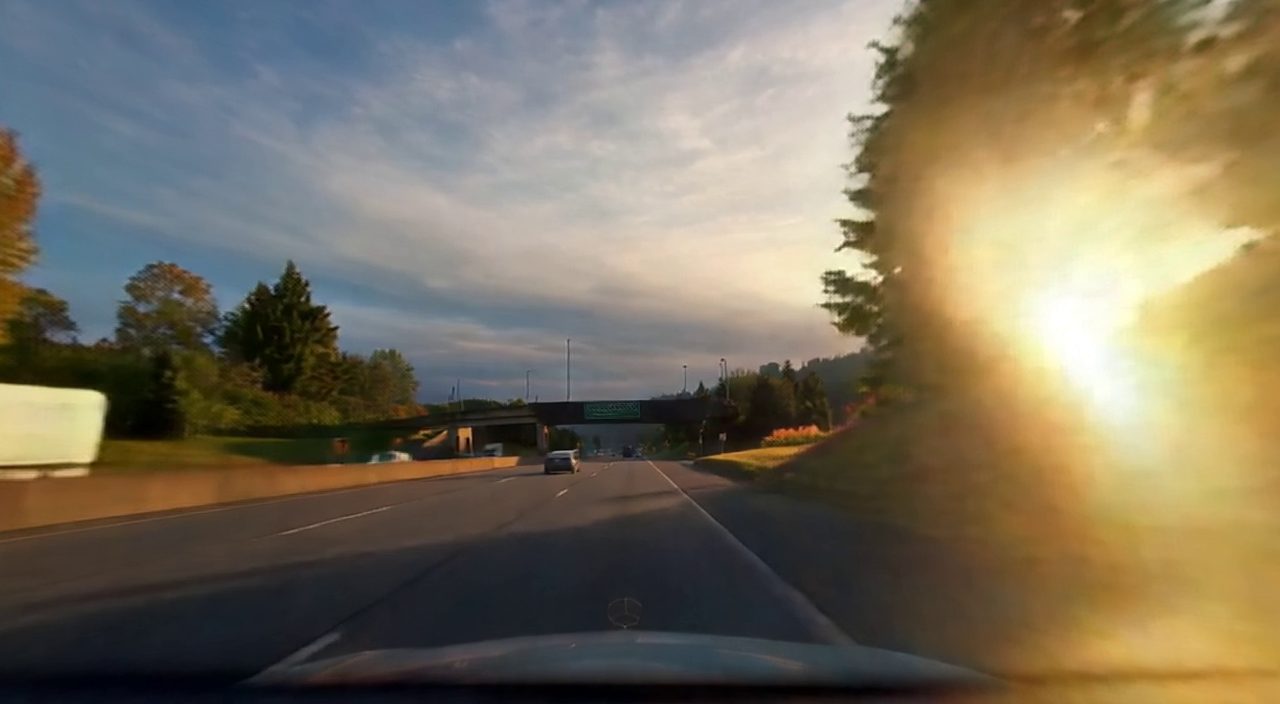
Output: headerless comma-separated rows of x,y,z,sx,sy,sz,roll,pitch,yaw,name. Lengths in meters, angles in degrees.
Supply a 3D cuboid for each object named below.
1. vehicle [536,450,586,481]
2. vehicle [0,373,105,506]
-4.027,5.843,32.828,1.992,1.504,4.117,0,-9,1,vehicle
-20.120,1.919,14.392,2.907,3.842,14.891,0,-9,0,vehicle
